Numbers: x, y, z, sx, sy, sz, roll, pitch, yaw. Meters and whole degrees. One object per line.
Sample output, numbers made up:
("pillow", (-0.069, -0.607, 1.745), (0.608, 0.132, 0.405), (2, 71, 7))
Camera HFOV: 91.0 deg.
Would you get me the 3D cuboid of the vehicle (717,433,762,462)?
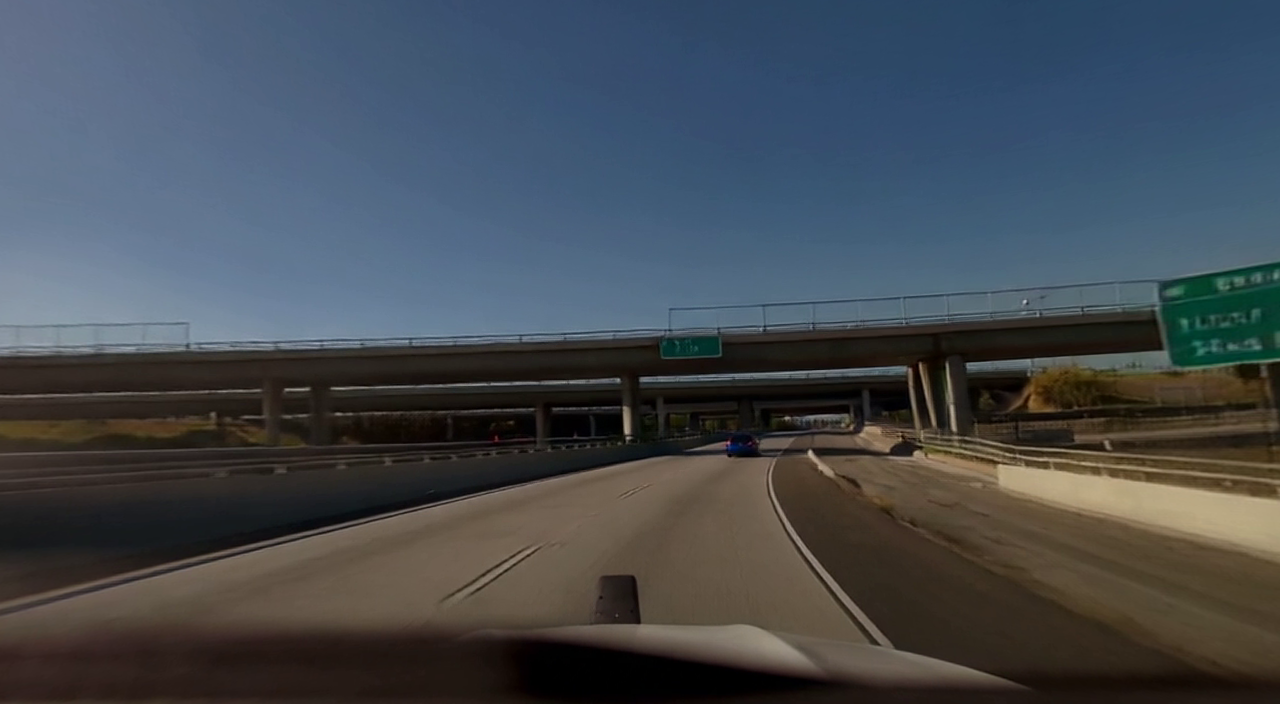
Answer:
("vehicle", (5.332, 5.045, 33.309), (2.028, 1.440, 3.970), (-2, -9, 13))
